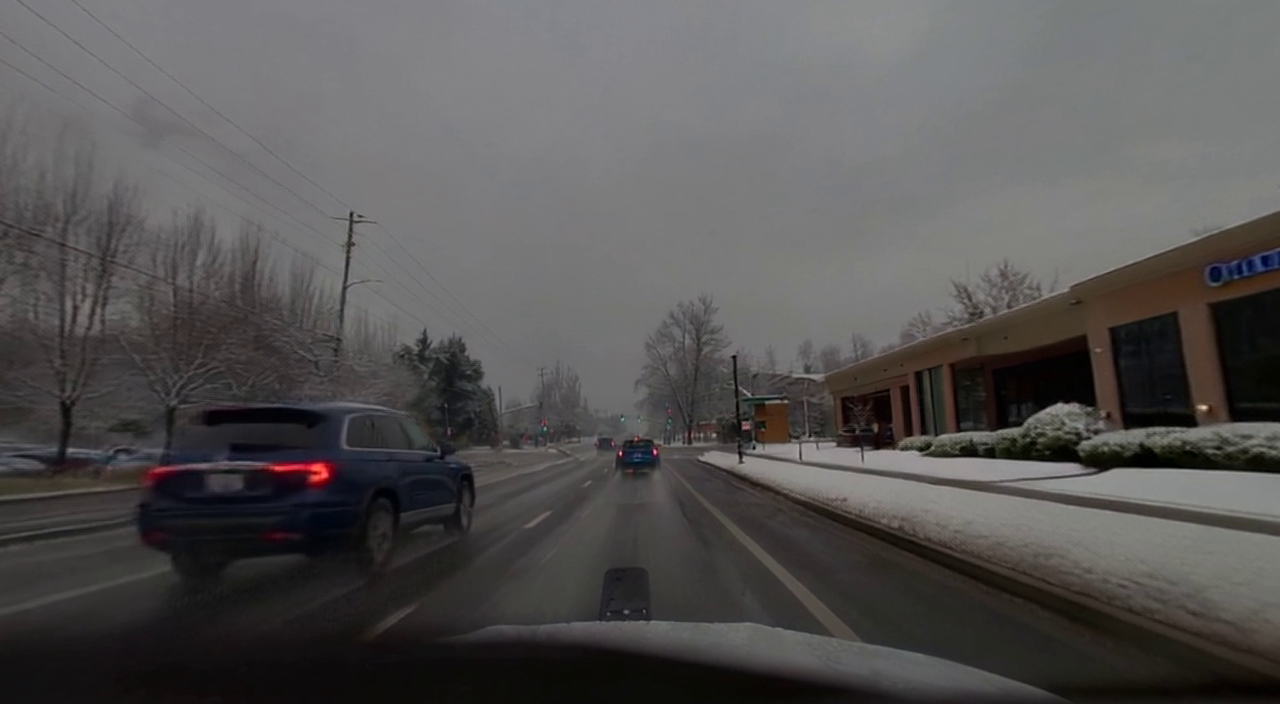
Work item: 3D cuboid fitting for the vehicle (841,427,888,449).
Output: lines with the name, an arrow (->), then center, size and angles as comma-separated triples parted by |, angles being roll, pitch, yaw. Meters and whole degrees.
vehicle -> 17.389, 6.711, 49.070 | 1.856, 1.491, 4.209 | -4, -8, -3

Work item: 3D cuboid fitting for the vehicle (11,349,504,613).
vehicle -> -3.507, 1.358, 7.583 | 2.358, 1.990, 5.447 | 0, -8, 2

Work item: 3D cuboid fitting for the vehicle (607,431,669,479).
vehicle -> -0.017, 3.825, 23.599 | 2.108, 1.612, 4.246 | 0, -8, 1
